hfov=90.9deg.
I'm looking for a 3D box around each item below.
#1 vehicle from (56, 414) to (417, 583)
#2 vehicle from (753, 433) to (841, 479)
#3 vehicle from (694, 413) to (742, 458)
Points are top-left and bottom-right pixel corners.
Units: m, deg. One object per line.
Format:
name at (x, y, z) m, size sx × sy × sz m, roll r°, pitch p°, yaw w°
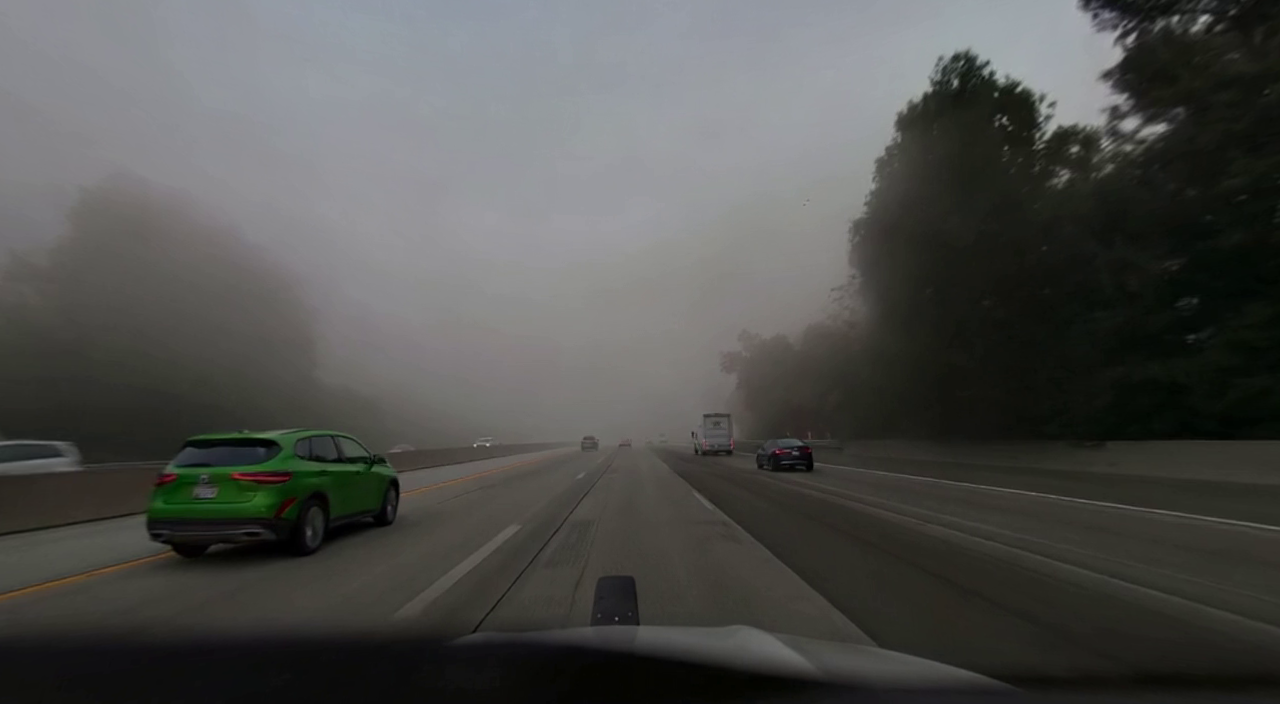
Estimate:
vehicle at (-4.475, 1.632, 7.890) m, size 1.966 × 1.570 × 3.859 m, roll 0°, pitch -8°, yaw -1°
vehicle at (5.234, 3.503, 21.595) m, size 1.920 × 1.436 × 3.890 m, roll 0°, pitch -8°, yaw -2°
vehicle at (5.392, 5.892, 44.446) m, size 2.588 × 2.910 × 5.511 m, roll 0°, pitch -8°, yaw -1°
